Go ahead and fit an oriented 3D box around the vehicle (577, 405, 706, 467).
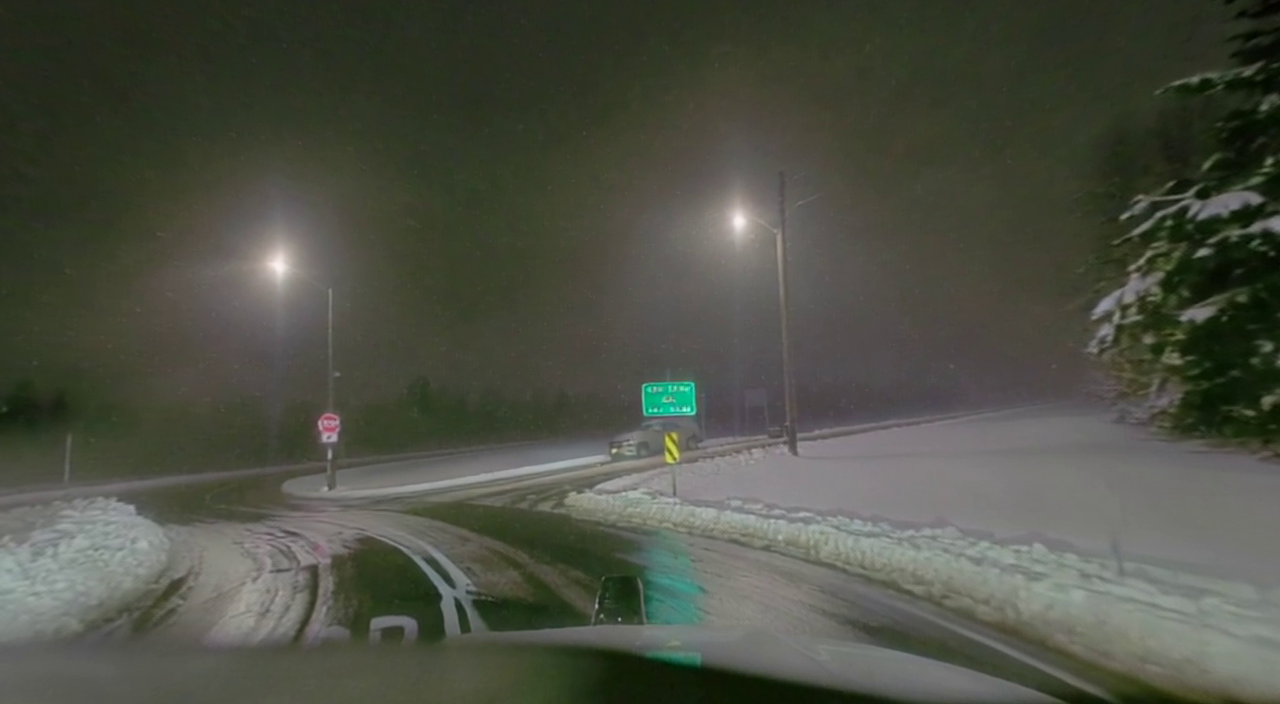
[{"bbox_3d":[0.134,3.039,22.902,4.403,1.574,1.914,-4,-5,-42],"label":"vehicle"}]
